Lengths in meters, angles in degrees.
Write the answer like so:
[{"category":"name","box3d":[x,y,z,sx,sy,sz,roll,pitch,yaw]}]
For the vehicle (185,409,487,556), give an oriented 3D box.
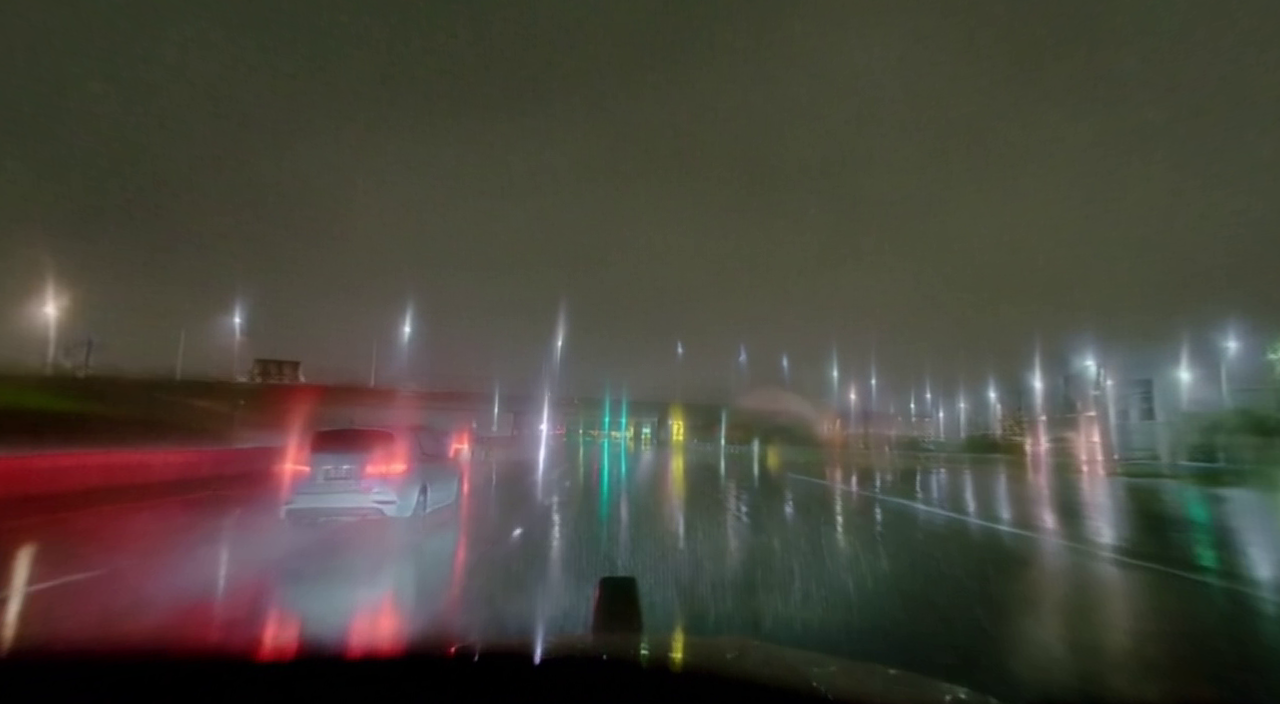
[{"category":"vehicle","box3d":[-3.949,1.774,9.420,2.123,1.601,4.887,0,-8,-1]}]
